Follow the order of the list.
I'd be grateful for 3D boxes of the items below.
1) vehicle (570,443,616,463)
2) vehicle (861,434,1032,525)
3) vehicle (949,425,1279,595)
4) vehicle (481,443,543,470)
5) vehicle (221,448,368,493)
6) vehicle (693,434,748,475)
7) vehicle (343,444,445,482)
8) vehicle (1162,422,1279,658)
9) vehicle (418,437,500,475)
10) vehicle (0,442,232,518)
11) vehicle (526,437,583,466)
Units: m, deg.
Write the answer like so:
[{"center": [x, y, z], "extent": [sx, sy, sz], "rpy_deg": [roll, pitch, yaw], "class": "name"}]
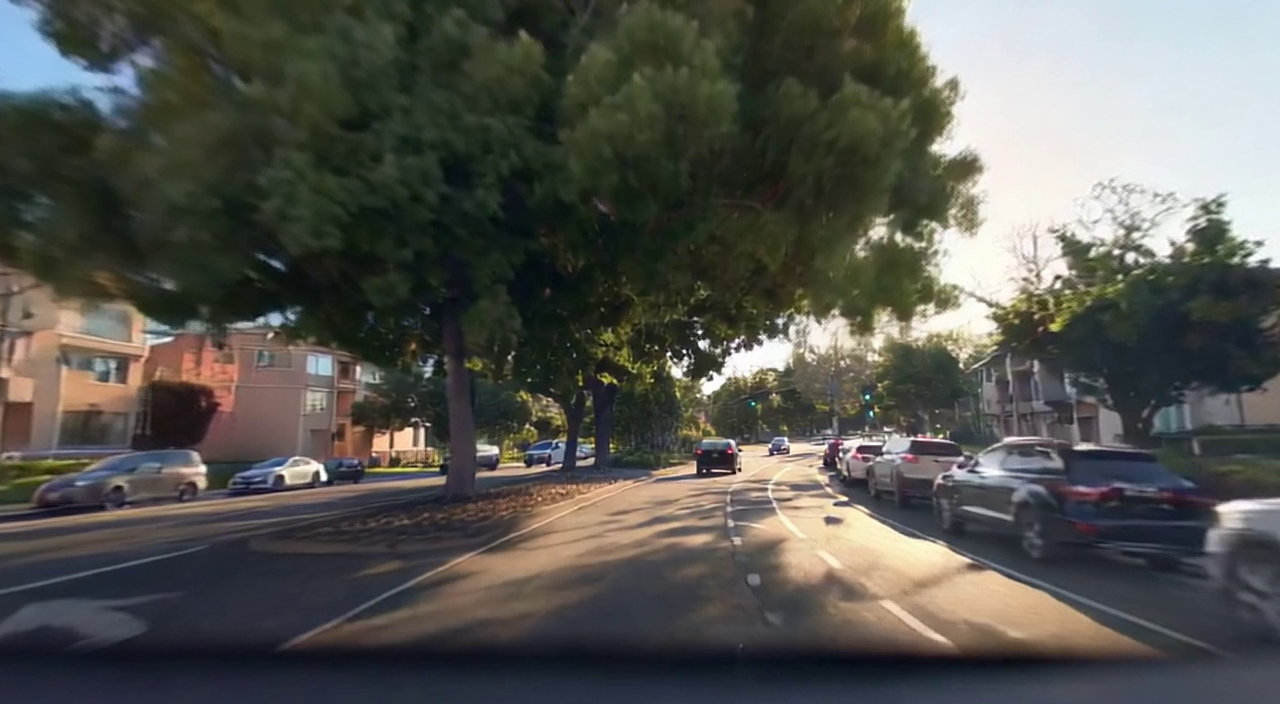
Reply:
[{"center": [-3.643, 7.872, 49.442], "extent": [1.782, 1.472, 4.744], "rpy_deg": [-3, -9, 20], "class": "vehicle"}, {"center": [5.959, 2.478, 12.857], "extent": [1.841, 1.545, 3.813], "rpy_deg": [-1, -8, 5], "class": "vehicle"}, {"center": [5.717, 1.760, 7.920], "extent": [1.850, 1.557, 3.992], "rpy_deg": [0, -8, 4], "class": "vehicle"}, {"center": [-7.660, 6.259, 38.135], "extent": [1.809, 1.469, 4.485], "rpy_deg": [-2, -9, 15], "class": "vehicle"}, {"center": [-11.549, 3.973, 21.591], "extent": [1.893, 1.310, 4.719], "rpy_deg": [-1, -8, 9], "class": "vehicle"}, {"center": [3.657, 4.508, 28.032], "extent": [1.852, 1.680, 4.488], "rpy_deg": [-2, -9, 14], "class": "vehicle"}, {"center": [-10.524, 4.749, 27.415], "extent": [1.880, 1.450, 4.627], "rpy_deg": [-2, -9, 11], "class": "vehicle"}, {"center": [4.896, 0.994, 2.602], "extent": [1.741, 1.494, 4.587], "rpy_deg": [0, -8, 3], "class": "vehicle"}, {"center": [-9.180, 5.301, 32.525], "extent": [1.977, 1.761, 4.990], "rpy_deg": [-2, -8, 10], "class": "vehicle"}, {"center": [-12.313, 2.909, 15.082], "extent": [1.918, 1.508, 4.353], "rpy_deg": [-1, -8, 6], "class": "vehicle"}, {"center": [-5.847, 6.868, 43.755], "extent": [2.115, 1.853, 4.745], "rpy_deg": [-3, -9, 17], "class": "vehicle"}]
